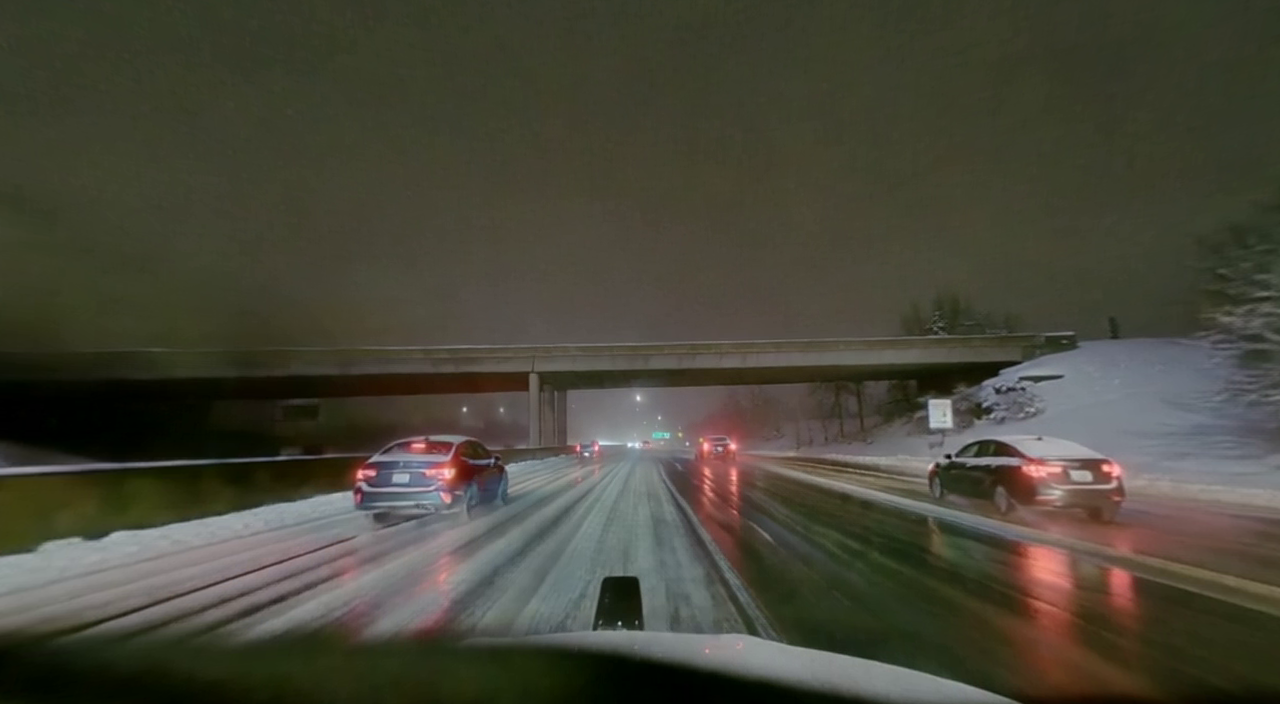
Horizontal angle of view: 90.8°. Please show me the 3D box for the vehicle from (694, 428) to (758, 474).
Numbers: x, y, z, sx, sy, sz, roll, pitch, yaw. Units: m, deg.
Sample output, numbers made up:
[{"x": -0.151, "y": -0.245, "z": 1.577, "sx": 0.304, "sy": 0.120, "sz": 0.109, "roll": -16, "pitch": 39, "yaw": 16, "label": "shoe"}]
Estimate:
[{"x": 3.523, "y": 4.171, "z": 26.766, "sx": 2.072, "sy": 1.761, "sz": 4.242, "roll": 0, "pitch": -8, "yaw": -1, "label": "vehicle"}]

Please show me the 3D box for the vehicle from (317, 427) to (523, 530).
[{"x": -3.636, "y": 2.182, "z": 11.562, "sx": 1.997, "sy": 1.476, "sz": 4.703, "roll": 0, "pitch": -8, "yaw": 1, "label": "vehicle"}]

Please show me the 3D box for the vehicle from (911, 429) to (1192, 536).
[{"x": 6.686, "y": 2.138, "z": 11.014, "sx": 1.989, "sy": 1.472, "sz": 4.322, "roll": 0, "pitch": -8, "yaw": 0, "label": "vehicle"}]

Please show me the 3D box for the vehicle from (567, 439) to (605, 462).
[{"x": -3.544, "y": 6.571, "z": 42.317, "sx": 2.047, "sy": 1.464, "sz": 4.387, "roll": 0, "pitch": -8, "yaw": 1, "label": "vehicle"}]

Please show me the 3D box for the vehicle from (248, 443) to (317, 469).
[{"x": -22.073, "y": 6.421, "z": 39.192, "sx": 1.871, "sy": 1.458, "sz": 4.515, "roll": 1, "pitch": -8, "yaw": -4, "label": "vehicle"}]
